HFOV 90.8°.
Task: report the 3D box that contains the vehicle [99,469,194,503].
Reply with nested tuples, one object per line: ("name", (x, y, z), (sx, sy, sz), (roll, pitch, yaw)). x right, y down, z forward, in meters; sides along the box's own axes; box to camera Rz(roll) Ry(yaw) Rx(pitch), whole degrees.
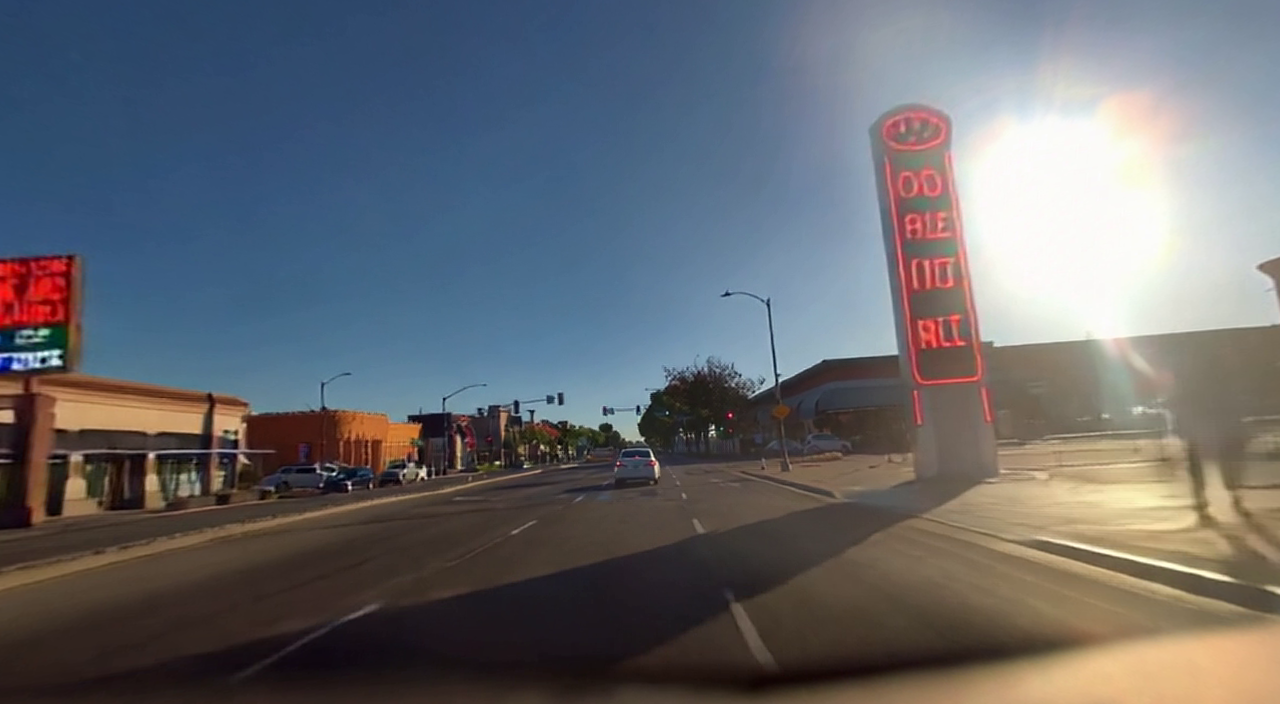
("vehicle", (-29.659, 8.008, 38.073), (4.261, 1.756, 1.915), (7, -11, -38))

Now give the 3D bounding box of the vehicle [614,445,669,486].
("vehicle", (0.124, 4.410, 24.915), (1.977, 1.451, 4.032), (-1, -9, 3))

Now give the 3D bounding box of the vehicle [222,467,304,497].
("vehicle", (-24.333, 8.335, 40.800), (4.310, 1.663, 1.881), (6, -10, -34))

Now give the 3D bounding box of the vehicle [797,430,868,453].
("vehicle", (13.871, 6.468, 45.762), (4.466, 1.553, 2.060), (1, -7, -1))
